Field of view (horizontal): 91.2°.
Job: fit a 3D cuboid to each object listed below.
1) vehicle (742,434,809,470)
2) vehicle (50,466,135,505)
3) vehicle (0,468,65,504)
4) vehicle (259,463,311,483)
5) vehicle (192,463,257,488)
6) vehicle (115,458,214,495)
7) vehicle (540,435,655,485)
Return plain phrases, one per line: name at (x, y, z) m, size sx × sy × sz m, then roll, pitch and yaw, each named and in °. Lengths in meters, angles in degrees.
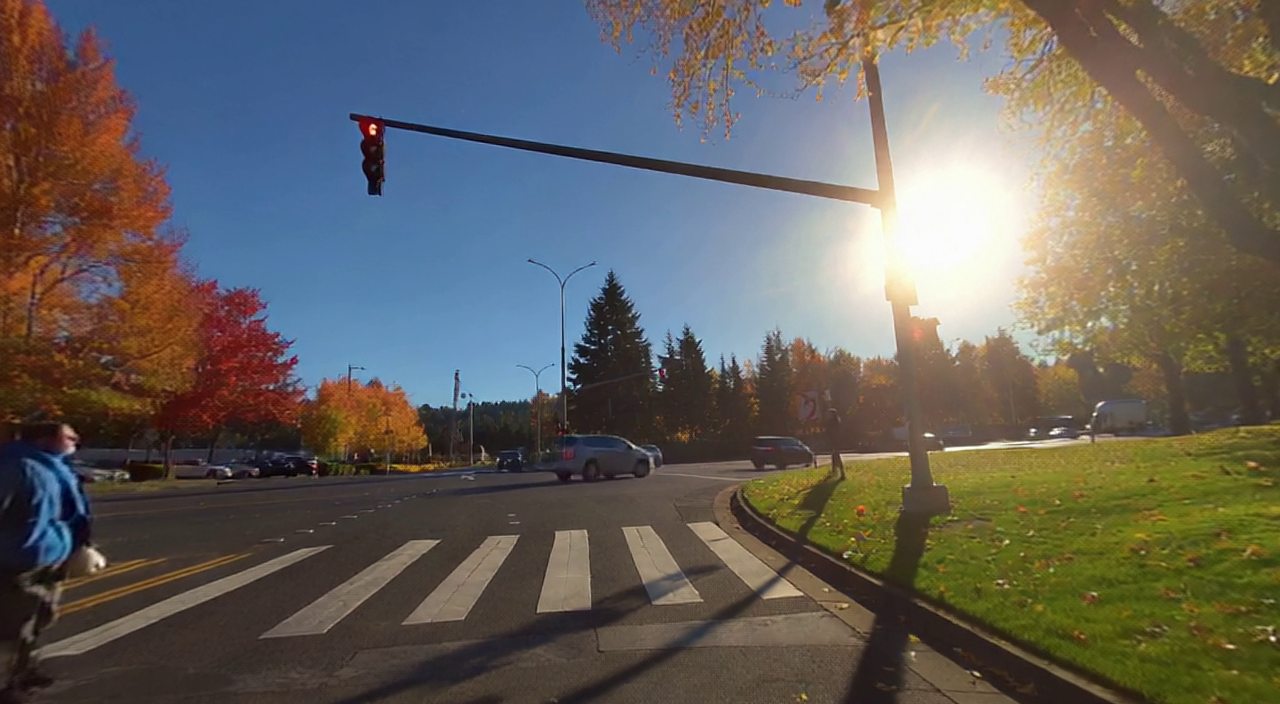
vehicle at (7.821, 5.736, 35.945) m, size 1.942 × 1.920 × 4.263 m, roll -8°, pitch -11°, yaw 39°
vehicle at (-25.414, 6.157, 29.264) m, size 1.694 × 1.528 × 4.225 m, roll 3°, pitch -9°, yaw -23°
vehicle at (-30.319, 6.453, 30.350) m, size 1.800 × 1.520 × 3.968 m, roll 2°, pitch -9°, yaw -14°
vehicle at (-28.119, 9.586, 49.753) m, size 1.776 × 1.452 × 3.920 m, roll 0°, pitch -9°, yaw 0°
vehicle at (-28.522, 8.476, 43.178) m, size 1.768 × 1.465 × 3.972 m, roll 0°, pitch -9°, yaw -1°
vehicle at (-27.817, 7.268, 36.911) m, size 2.064 × 1.913 × 5.081 m, roll 0°, pitch -9°, yaw -4°
vehicle at (-1.636, 4.388, 25.832) m, size 2.036 × 1.849 × 4.811 m, roll -7°, pitch -11°, yaw 37°
